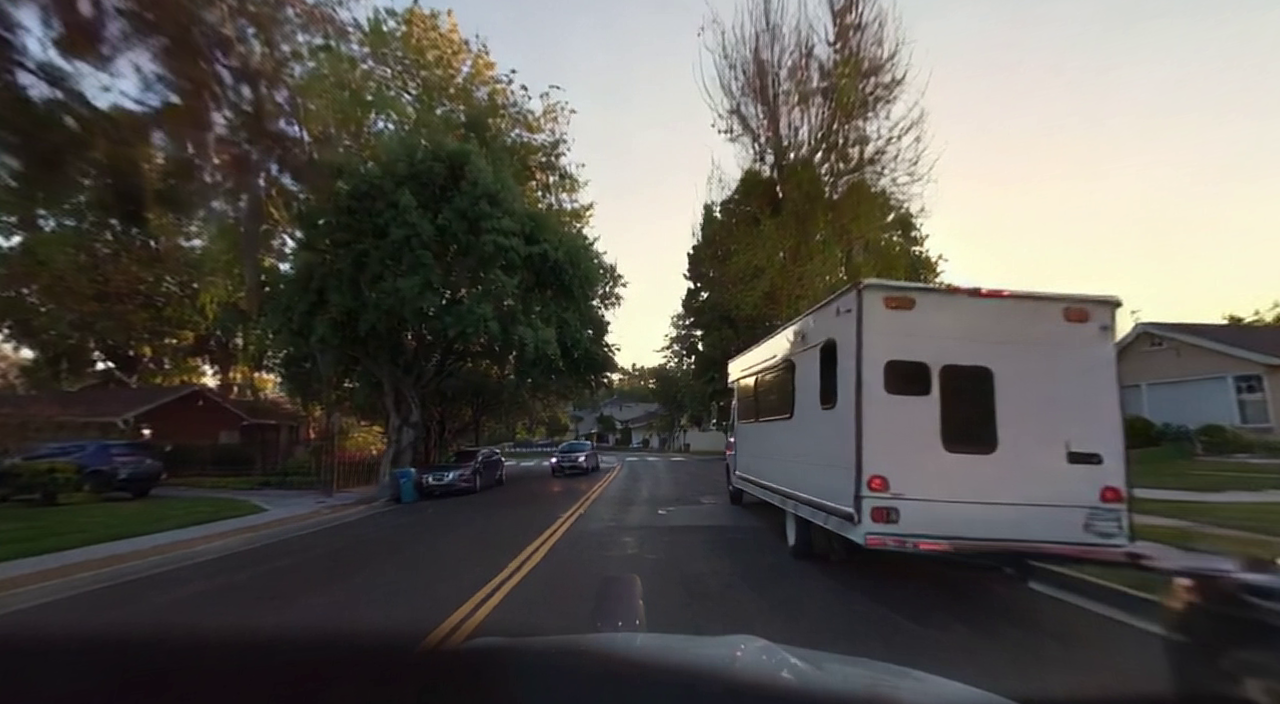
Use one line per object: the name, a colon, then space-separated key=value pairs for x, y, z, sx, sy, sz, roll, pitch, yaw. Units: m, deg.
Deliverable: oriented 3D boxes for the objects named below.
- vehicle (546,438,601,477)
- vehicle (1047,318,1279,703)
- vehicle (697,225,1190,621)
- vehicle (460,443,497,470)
vehicle: x=-3.241 y=5.245 z=31.572 sx=2.194 sy=1.763 sz=4.288 roll=0 pitch=-8 yaw=1
vehicle: x=3.315 y=0.606 z=1.133 sx=1.980 sy=1.782 sz=4.627 roll=0 pitch=-8 yaw=-1
vehicle: x=3.087 y=1.315 z=11.023 sx=3.052 sy=3.440 sz=11.052 roll=-1 pitch=-8 yaw=0
vehicle: x=-11.932 y=7.721 z=46.734 sx=2.111 sy=1.856 sz=4.803 roll=0 pitch=-9 yaw=-8
